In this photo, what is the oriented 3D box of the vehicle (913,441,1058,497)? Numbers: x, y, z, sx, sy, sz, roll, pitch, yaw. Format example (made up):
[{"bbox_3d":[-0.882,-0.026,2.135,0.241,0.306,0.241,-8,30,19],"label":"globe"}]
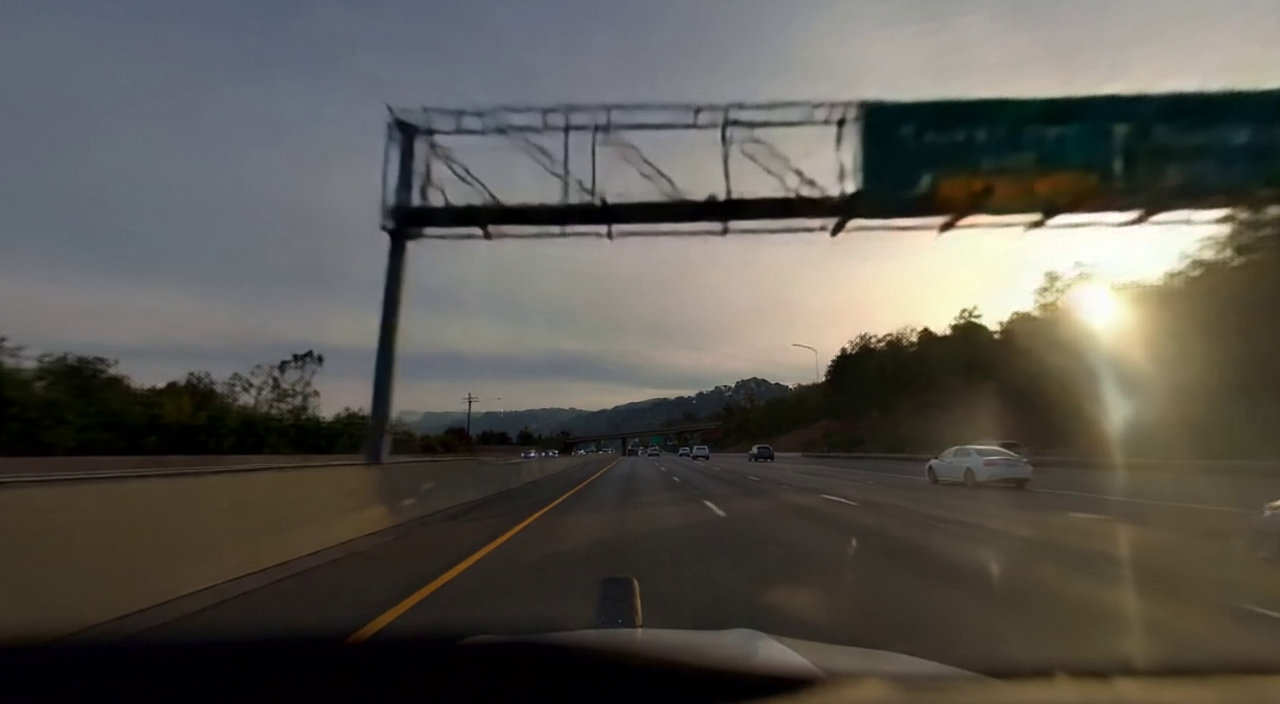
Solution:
[{"bbox_3d":[9.792,3.325,18.354,1.836,1.418,4.132,0,-9,0],"label":"vehicle"}]
